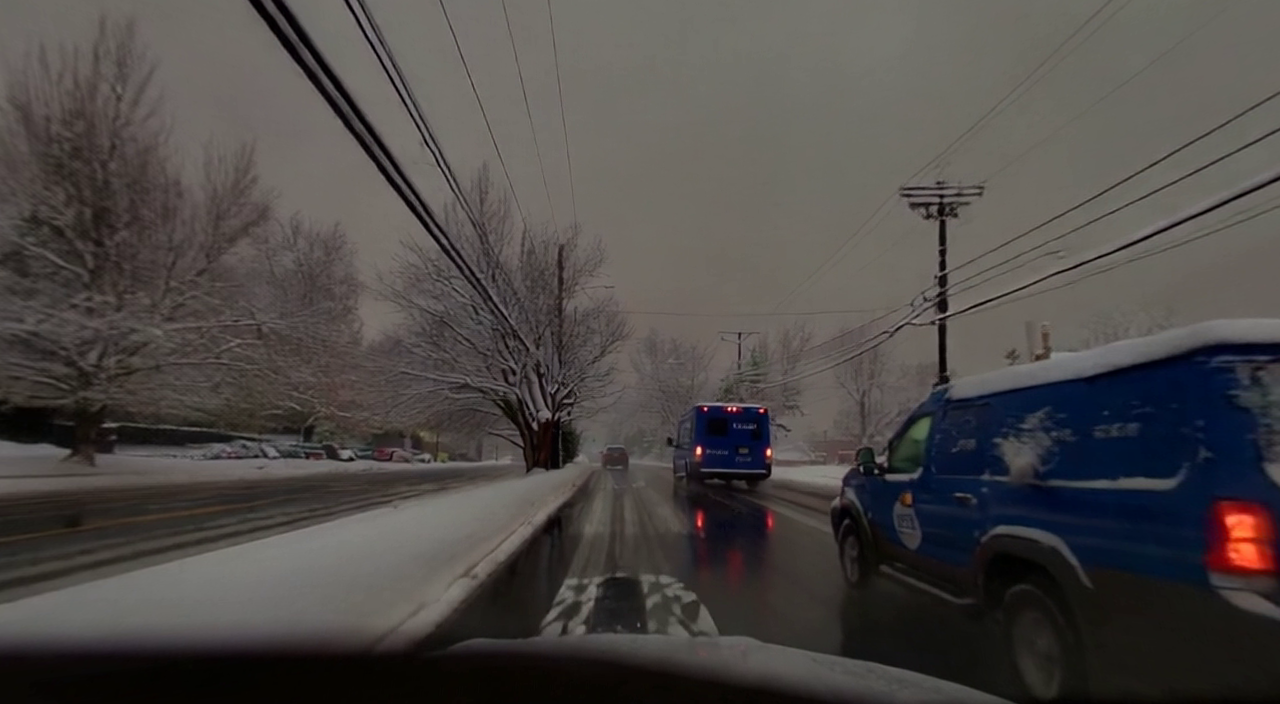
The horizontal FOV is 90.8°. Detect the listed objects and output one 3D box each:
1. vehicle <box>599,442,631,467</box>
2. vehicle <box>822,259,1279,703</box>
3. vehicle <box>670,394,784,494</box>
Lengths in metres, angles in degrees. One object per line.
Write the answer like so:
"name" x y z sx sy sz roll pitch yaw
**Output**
"vehicle" -1.845 7.410 45.929 2.114 1.707 3.725 1 -8 -6
"vehicle" 3.066 0.957 4.023 2.194 1.922 4.822 0 -8 -2
"vehicle" 2.499 2.881 19.969 2.406 2.687 5.521 0 -8 -4
